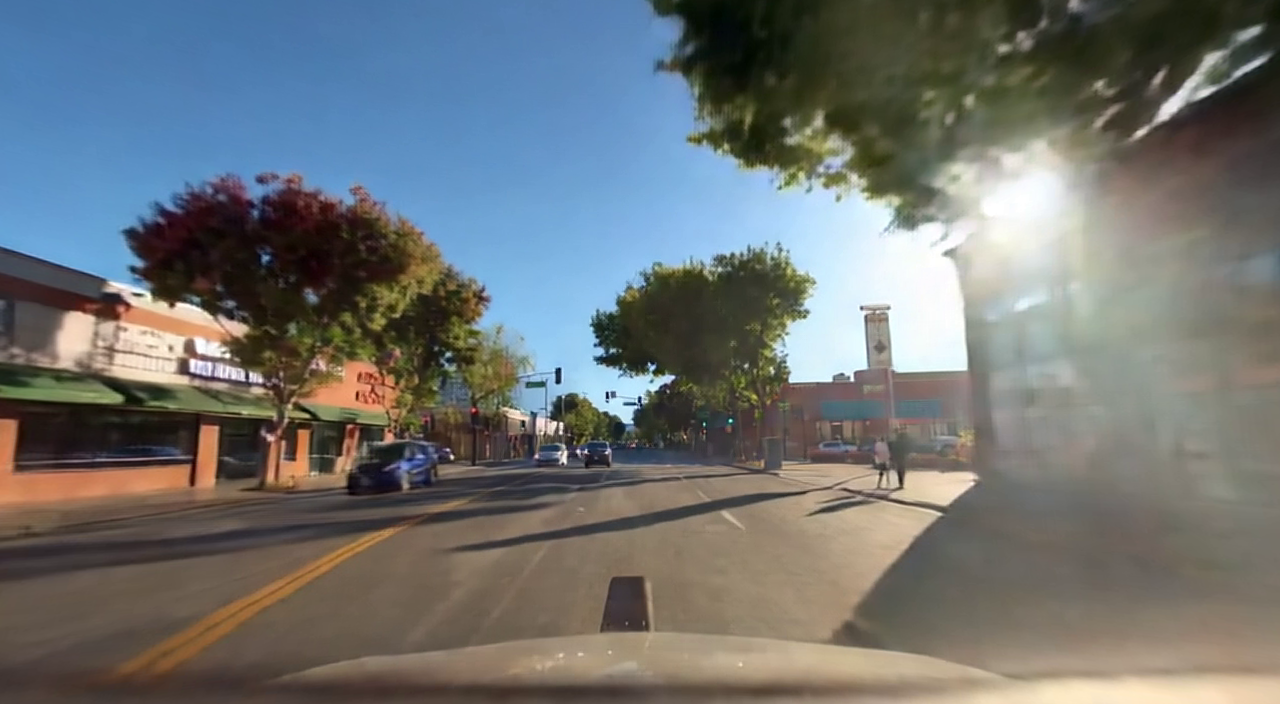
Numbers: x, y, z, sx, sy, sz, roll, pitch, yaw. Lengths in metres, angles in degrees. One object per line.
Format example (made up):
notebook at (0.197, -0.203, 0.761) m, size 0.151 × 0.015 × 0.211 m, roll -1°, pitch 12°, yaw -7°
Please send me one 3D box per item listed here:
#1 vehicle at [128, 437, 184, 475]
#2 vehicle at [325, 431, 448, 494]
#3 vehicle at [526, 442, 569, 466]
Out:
vehicle at (-26.551, 5.671, 34.742) m, size 2.099 × 1.901 × 4.832 m, roll 6°, pitch -10°, yaw -35°
vehicle at (-8.586, 3.773, 21.980) m, size 2.242 × 1.919 × 4.922 m, roll 0°, pitch -8°, yaw 0°
vehicle at (-6.021, 6.711, 41.644) m, size 2.097 × 1.495 × 4.489 m, roll 0°, pitch -8°, yaw 1°
